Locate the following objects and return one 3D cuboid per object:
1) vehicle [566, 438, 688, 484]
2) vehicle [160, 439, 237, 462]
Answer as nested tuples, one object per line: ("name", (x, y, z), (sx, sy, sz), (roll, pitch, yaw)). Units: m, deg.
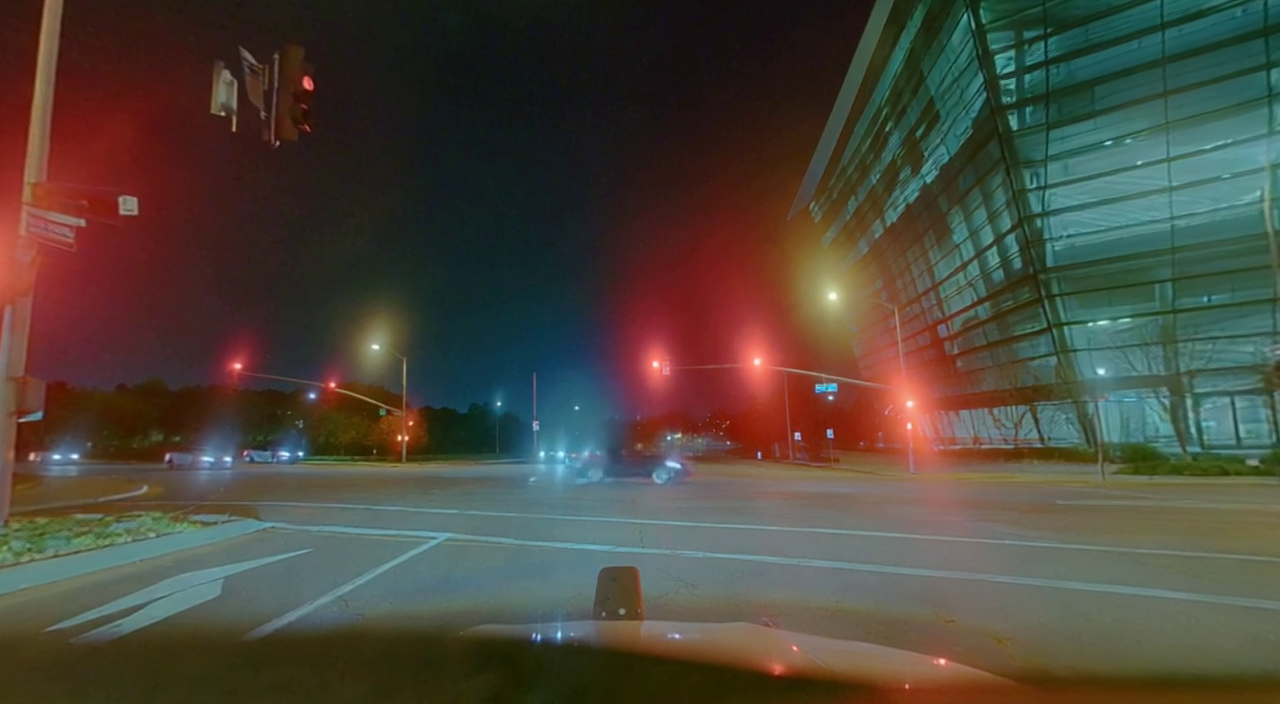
("vehicle", (-0.522, 3.915, 23.025), (4.110, 1.511, 1.883), (-7, -11, 36))
("vehicle", (-30.784, 6.879, 43.965), (5.408, 1.505, 2.091), (-5, -10, 28))
